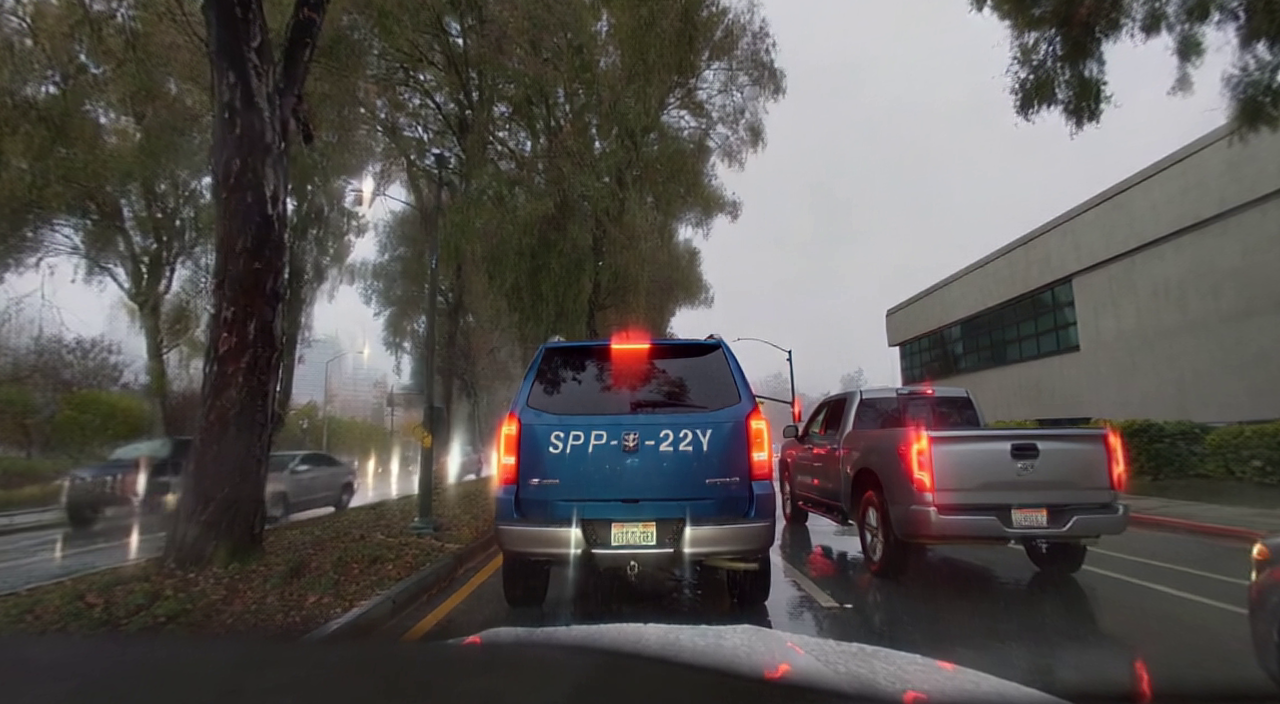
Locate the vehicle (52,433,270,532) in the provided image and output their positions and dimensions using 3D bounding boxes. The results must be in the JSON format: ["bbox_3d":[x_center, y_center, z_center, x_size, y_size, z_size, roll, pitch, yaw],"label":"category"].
[{"bbox_3d":[-16.069,4.342,21.896,2.741,2.730,6.221,-4,-8,0],"label":"vehicle"}]

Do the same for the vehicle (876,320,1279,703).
[{"bbox_3d":[3.075,0.987,3.466,2.022,1.700,4.410,0,-8,3],"label":"vehicle"}]

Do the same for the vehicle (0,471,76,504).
[{"bbox_3d":[-37.606,8.253,38.233,1.782,1.637,4.728,-8,-9,19],"label":"vehicle"}]

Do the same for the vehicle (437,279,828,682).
[{"bbox_3d":[0.013,1.042,5.979,2.267,2.372,4.366,0,-8,2],"label":"vehicle"}]

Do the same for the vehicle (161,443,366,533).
[{"bbox_3d":[-9.011,3.225,15.772,2.128,1.868,4.863,0,-8,0],"label":"vehicle"}]
